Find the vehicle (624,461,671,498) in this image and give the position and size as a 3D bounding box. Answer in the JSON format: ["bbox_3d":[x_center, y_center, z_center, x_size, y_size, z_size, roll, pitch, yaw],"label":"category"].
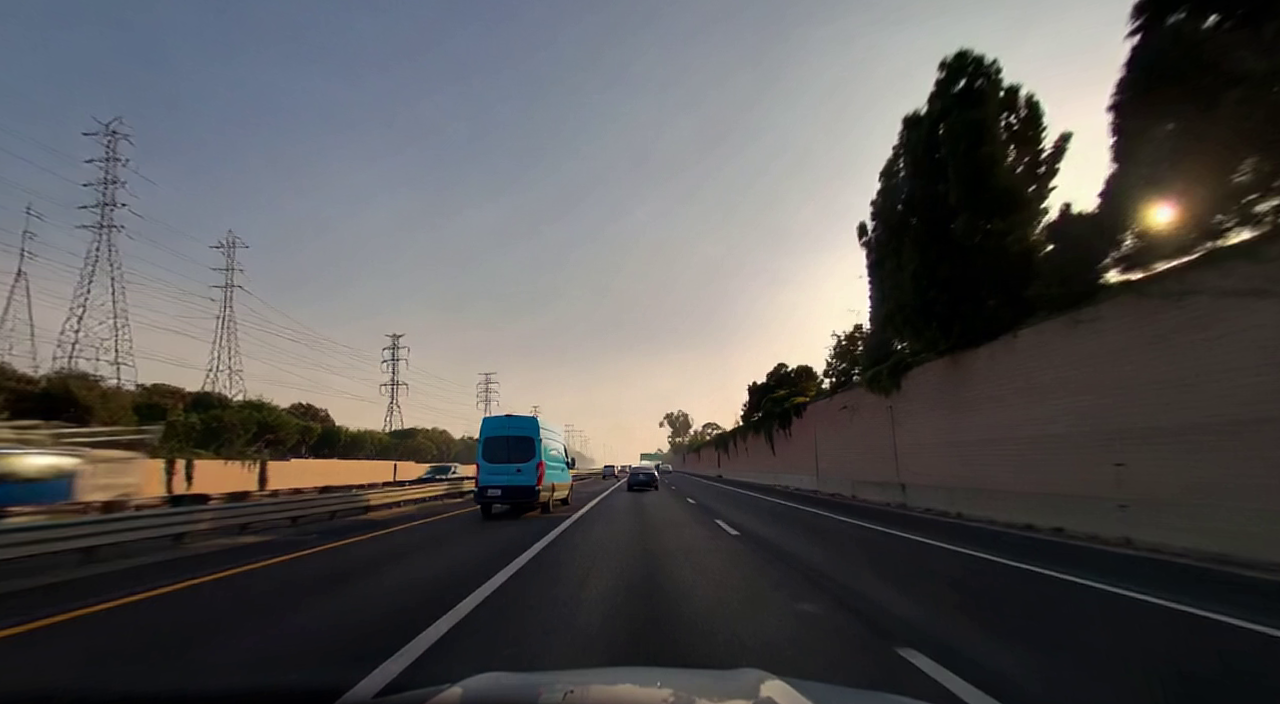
[{"bbox_3d":[0.319,5.804,28.848,2.006,1.554,3.863,1,-10,-1],"label":"vehicle"}]

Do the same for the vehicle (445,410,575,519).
[{"bbox_3d":[-3.518,3.373,18.839,2.394,2.609,6.875,1,-11,0],"label":"vehicle"}]

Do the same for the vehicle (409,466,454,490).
[{"bbox_3d":[-12.745,7.705,38.657,1.579,1.366,3.348,1,-10,-1],"label":"vehicle"}]

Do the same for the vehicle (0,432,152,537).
[{"bbox_3d":[-12.221,2.485,11.984,2.083,1.798,4.610,0,-11,0],"label":"vehicle"}]
